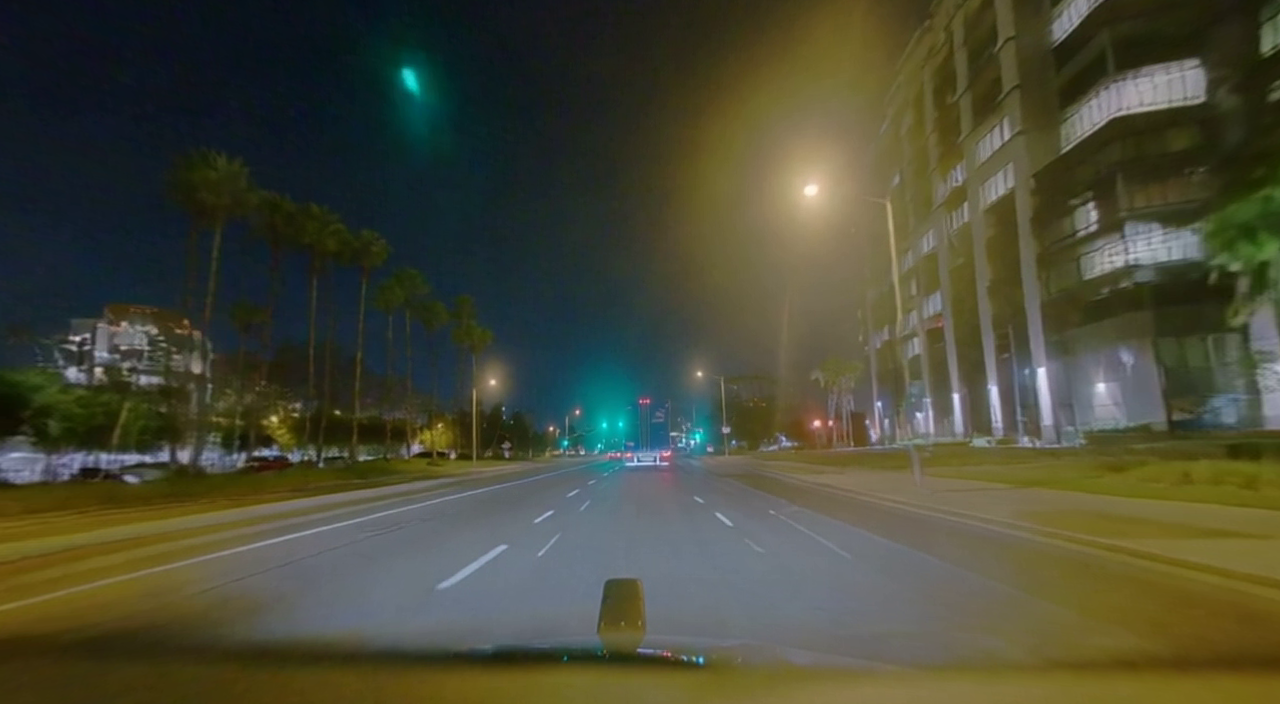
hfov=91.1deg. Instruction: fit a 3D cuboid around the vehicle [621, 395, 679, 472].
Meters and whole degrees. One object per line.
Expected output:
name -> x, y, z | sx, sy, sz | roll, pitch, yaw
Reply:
vehicle -> 0.371, 5.097, 38.341 | 2.992, 3.949, 11.815 | 0, -9, -1
